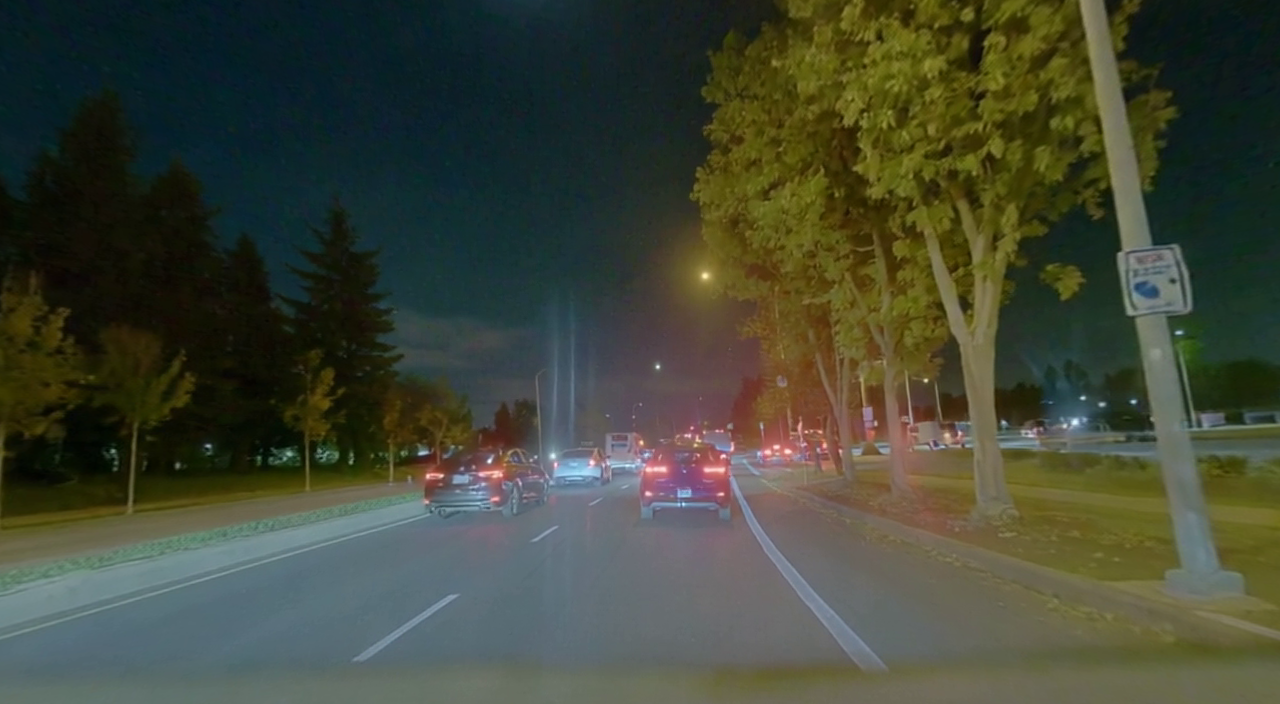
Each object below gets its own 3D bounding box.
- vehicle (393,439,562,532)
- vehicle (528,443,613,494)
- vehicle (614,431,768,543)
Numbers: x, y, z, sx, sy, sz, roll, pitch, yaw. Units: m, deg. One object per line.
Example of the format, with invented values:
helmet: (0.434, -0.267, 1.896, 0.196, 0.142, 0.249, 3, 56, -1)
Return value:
vehicle: (-2.950, 2.522, 12.540, 1.940, 1.502, 4.241, -1, -9, 5)
vehicle: (-2.166, 3.766, 20.780, 1.870, 1.490, 4.187, -1, -9, 7)
vehicle: (0.775, 2.201, 10.888, 2.142, 1.528, 4.133, 0, -9, 2)
